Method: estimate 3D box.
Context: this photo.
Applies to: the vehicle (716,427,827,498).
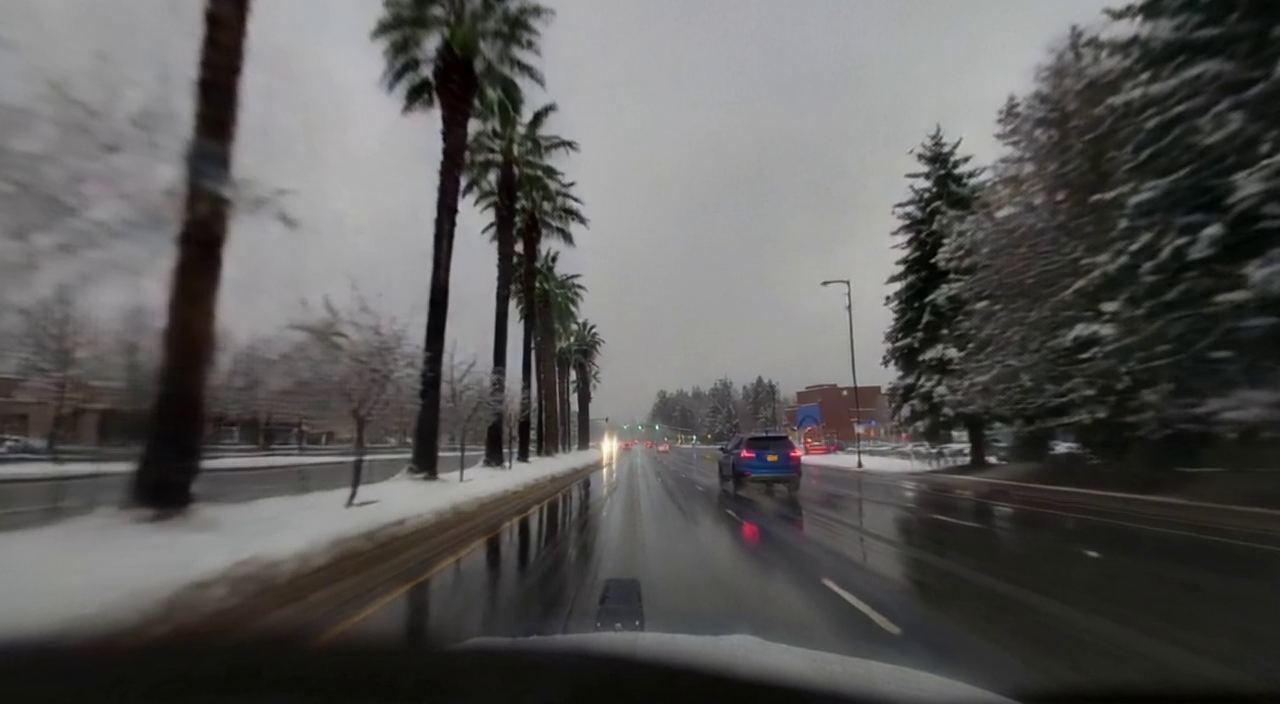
[{"bbox_3d":[3.457,3.009,17.537,2.072,1.696,4.177,0,-8,-1],"label":"vehicle"}]
